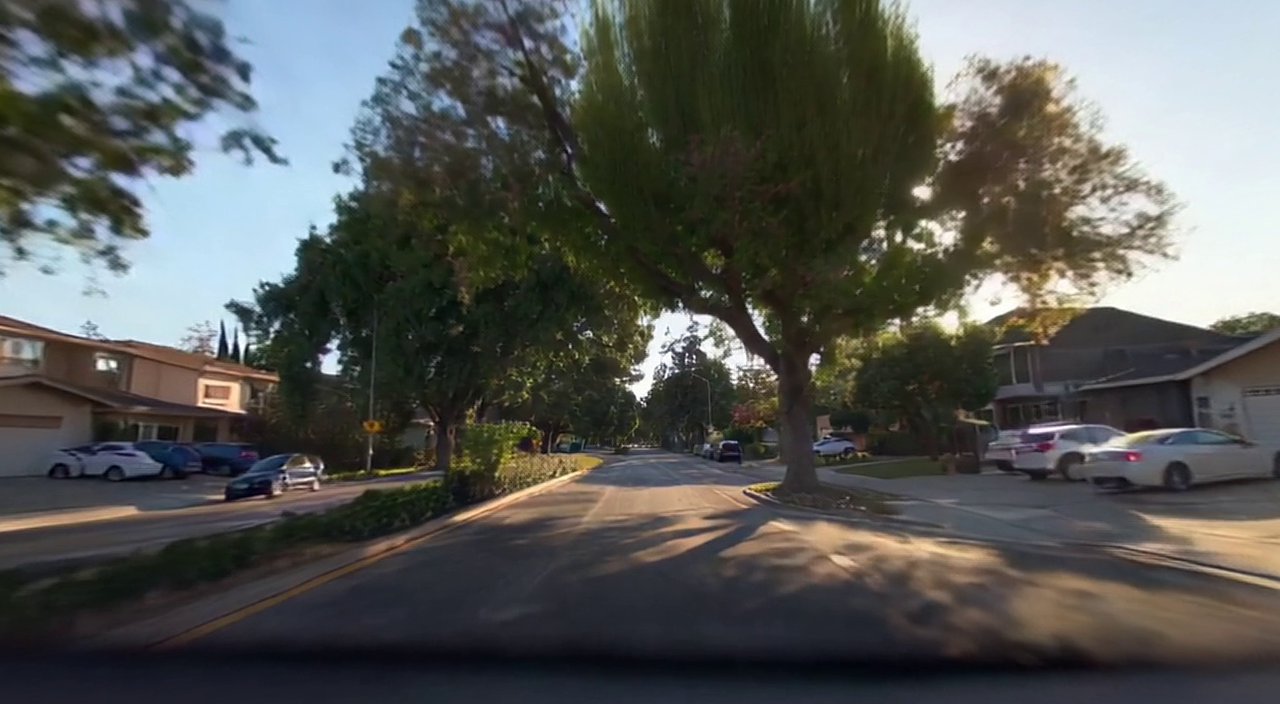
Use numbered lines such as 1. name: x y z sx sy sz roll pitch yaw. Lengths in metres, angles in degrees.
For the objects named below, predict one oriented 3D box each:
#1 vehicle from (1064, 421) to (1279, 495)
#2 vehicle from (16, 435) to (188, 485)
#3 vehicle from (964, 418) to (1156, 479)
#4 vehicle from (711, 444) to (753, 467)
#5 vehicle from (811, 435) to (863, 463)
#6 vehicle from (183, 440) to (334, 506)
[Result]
1. vehicle: 14.038 2.669 16.155 4.775 1.524 1.983 -4 -9 3
2. vehicle: -21.279 4.287 25.156 4.830 1.857 2.183 -1 -9 2
3. vehicle: 13.990 3.279 21.326 4.763 1.816 2.227 -2 -9 2
4. vehicle: 6.457 7.350 44.899 2.042 1.511 5.029 0 -8 -2
5. vehicle: 13.314 6.631 43.002 1.978 1.738 4.734 -2 -9 -1
6. vehicle: -11.438 3.666 19.384 2.020 1.691 4.308 -1 -10 -2
